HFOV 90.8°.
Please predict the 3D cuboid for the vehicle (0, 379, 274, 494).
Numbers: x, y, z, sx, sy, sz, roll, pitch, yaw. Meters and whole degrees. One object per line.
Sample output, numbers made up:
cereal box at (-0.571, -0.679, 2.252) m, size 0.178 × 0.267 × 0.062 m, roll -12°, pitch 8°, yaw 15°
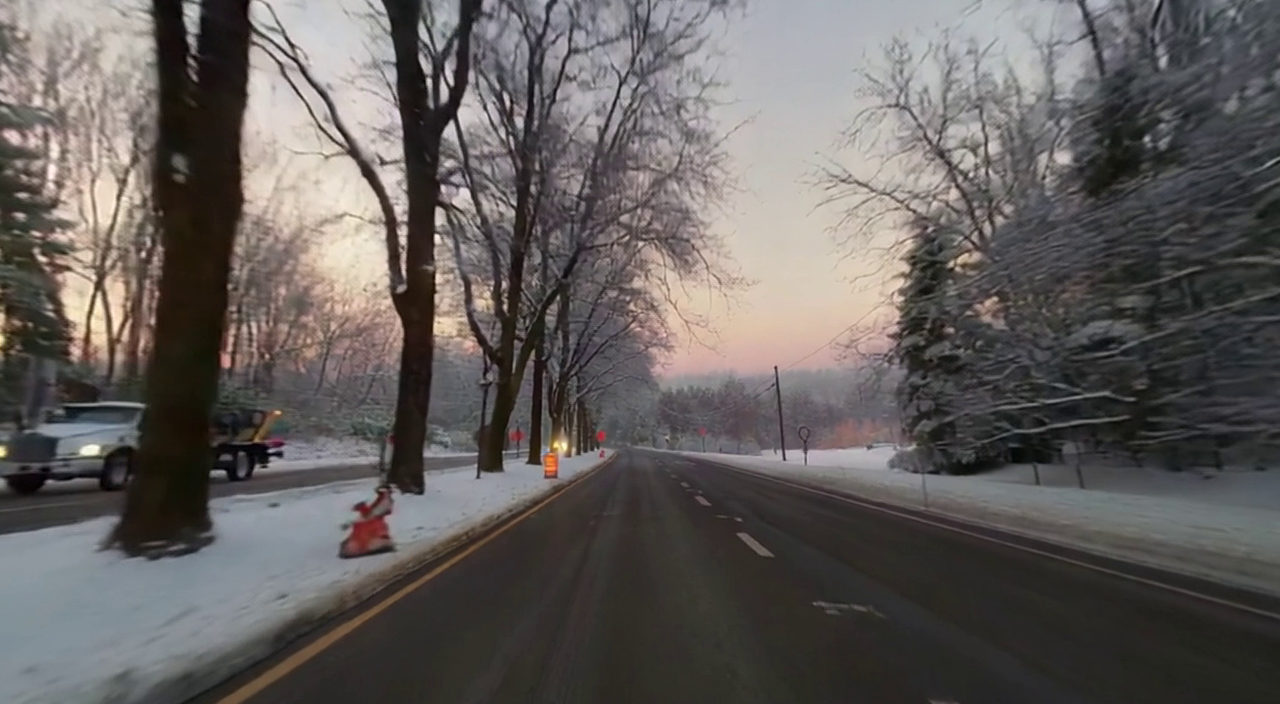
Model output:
vehicle at (-19.214, 3.338, 24.524) m, size 2.956 × 3.466 × 10.408 m, roll -1°, pitch -9°, yaw 6°
